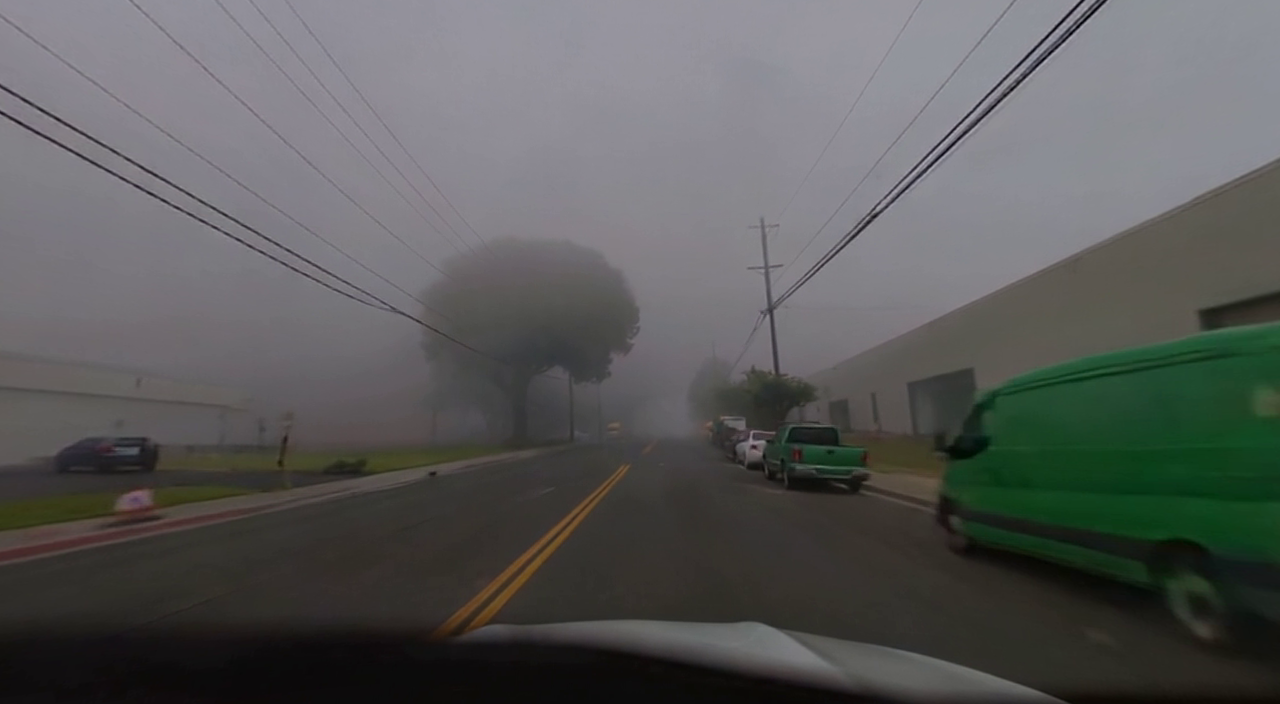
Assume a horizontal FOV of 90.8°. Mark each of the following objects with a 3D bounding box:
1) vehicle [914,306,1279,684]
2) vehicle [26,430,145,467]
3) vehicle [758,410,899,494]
[{"bbox_3d":[4.394,1.012,5.111,2.010,1.985,5.124,0,-8,0],"label":"vehicle"},{"bbox_3d":[-23.299,4.056,26.594,3.663,1.470,1.654,-2,-8,8],"label":"vehicle"},{"bbox_3d":[4.531,2.526,16.241,2.009,1.776,5.440,0,-8,1],"label":"vehicle"}]
